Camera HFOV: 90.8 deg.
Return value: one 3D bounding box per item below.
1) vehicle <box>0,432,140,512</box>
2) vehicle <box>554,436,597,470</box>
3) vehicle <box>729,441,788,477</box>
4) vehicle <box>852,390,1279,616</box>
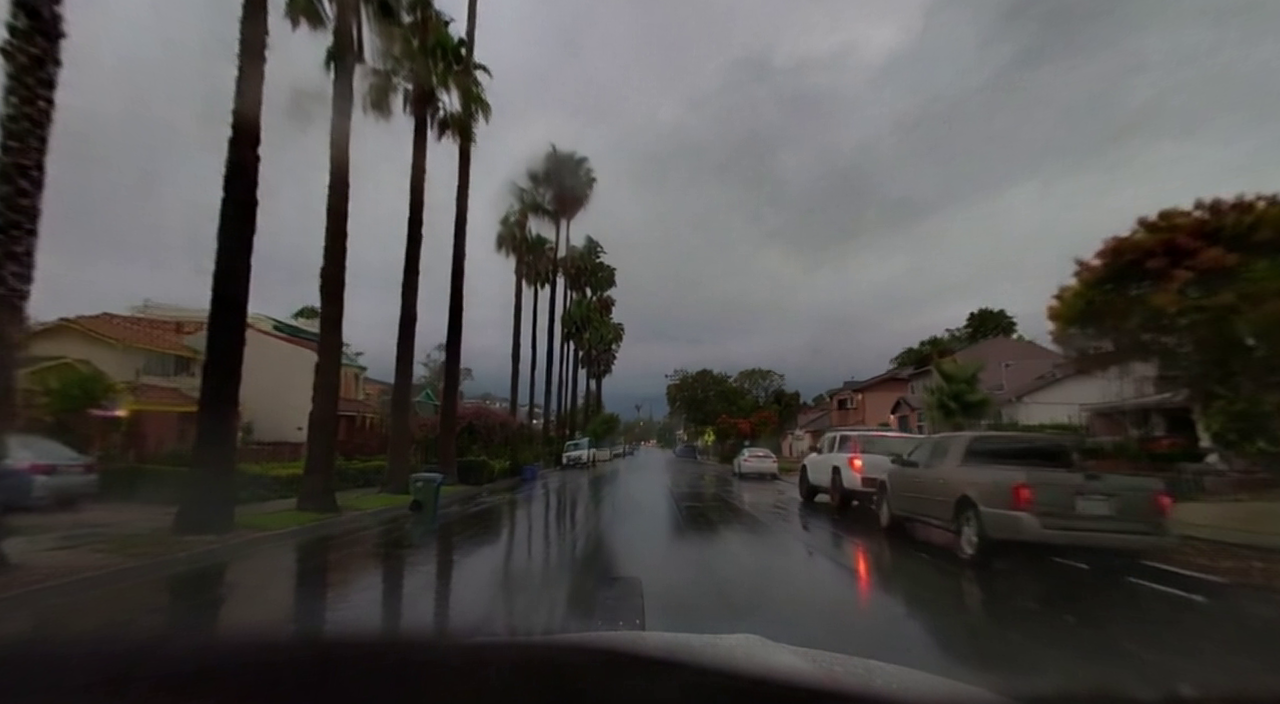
[{"bbox_3d":[-13.725,2.497,13.447,4.638,1.536,1.863,-1,-9,4],"label":"vehicle"},{"bbox_3d":[-3.867,6.155,38.621,2.149,1.877,5.082,-2,-9,-1],"label":"vehicle"},{"bbox_3d":[5.465,5.001,29.746,2.056,1.464,4.493,2,-8,2],"label":"vehicle"},{"bbox_3d":[4.566,1.665,8.053,2.166,1.766,5.186,4,-8,3],"label":"vehicle"}]
